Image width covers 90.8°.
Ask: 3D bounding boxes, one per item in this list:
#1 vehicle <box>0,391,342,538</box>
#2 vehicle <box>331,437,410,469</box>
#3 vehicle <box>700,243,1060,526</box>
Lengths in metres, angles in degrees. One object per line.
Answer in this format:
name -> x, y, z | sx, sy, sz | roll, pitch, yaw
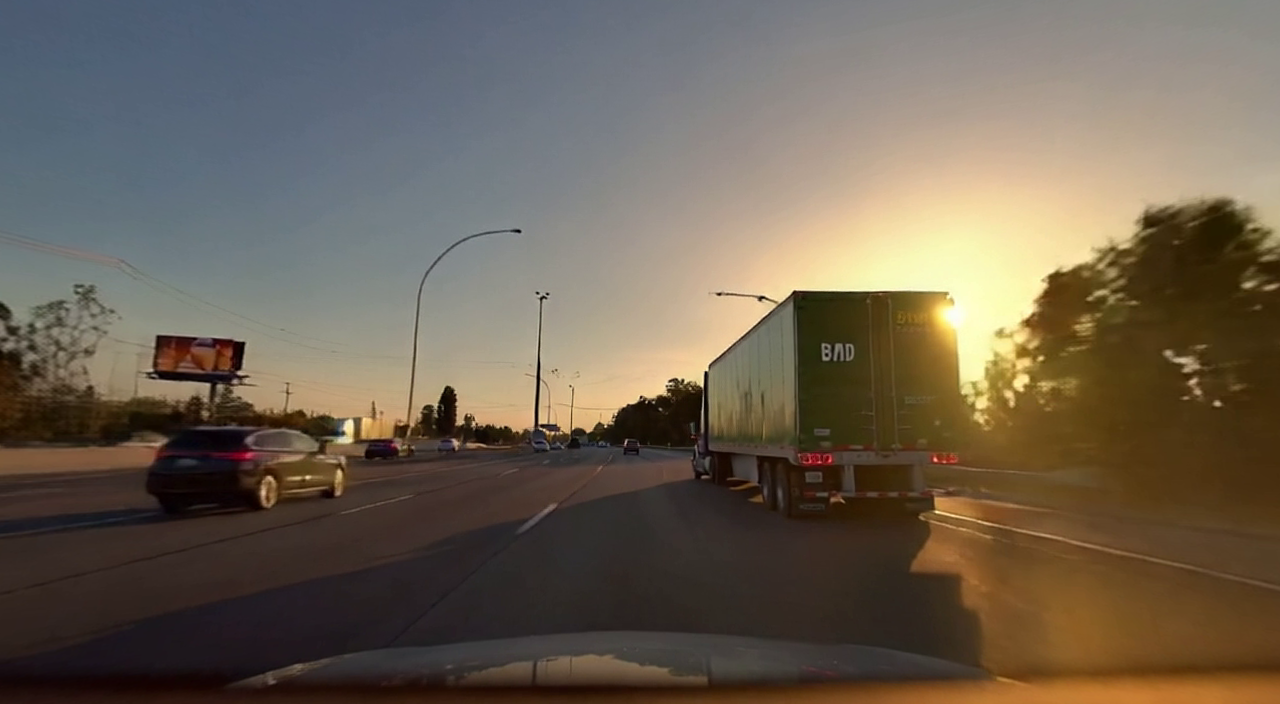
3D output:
vehicle -> -7.439, 1.832, 10.826 | 2.100, 1.905, 5.119 | 0, -8, 0
vehicle -> -14.630, 5.513, 34.683 | 1.970, 1.618, 5.364 | 0, -8, 0
vehicle -> 3.995, 1.493, 16.267 | 2.891, 3.944, 15.051 | 0, -8, -2
